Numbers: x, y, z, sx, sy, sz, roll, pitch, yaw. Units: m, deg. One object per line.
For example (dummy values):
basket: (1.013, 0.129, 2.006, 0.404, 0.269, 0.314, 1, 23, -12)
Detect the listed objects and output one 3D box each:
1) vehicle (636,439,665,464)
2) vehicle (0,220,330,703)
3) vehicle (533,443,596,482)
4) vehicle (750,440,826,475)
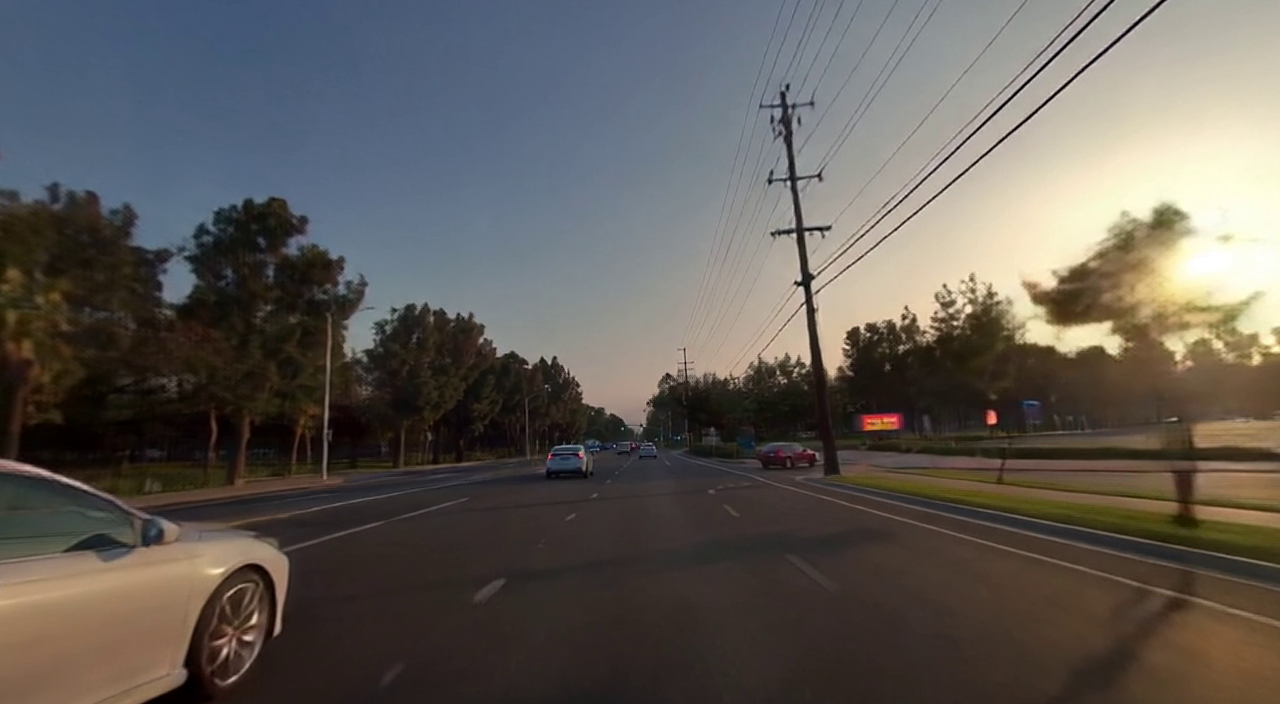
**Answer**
vehicle: (0.772, 7.600, 48.221, 2.155, 1.781, 3.977, 0, -9, 1)
vehicle: (-3.041, 0.457, 0.692, 2.381, 1.961, 5.563, -1, -9, 2)
vehicle: (-2.955, 4.449, 25.674, 1.982, 1.451, 4.152, 0, -9, 1)
vehicle: (7.247, 5.064, 30.573, 2.062, 1.541, 4.420, -6, -10, 33)
